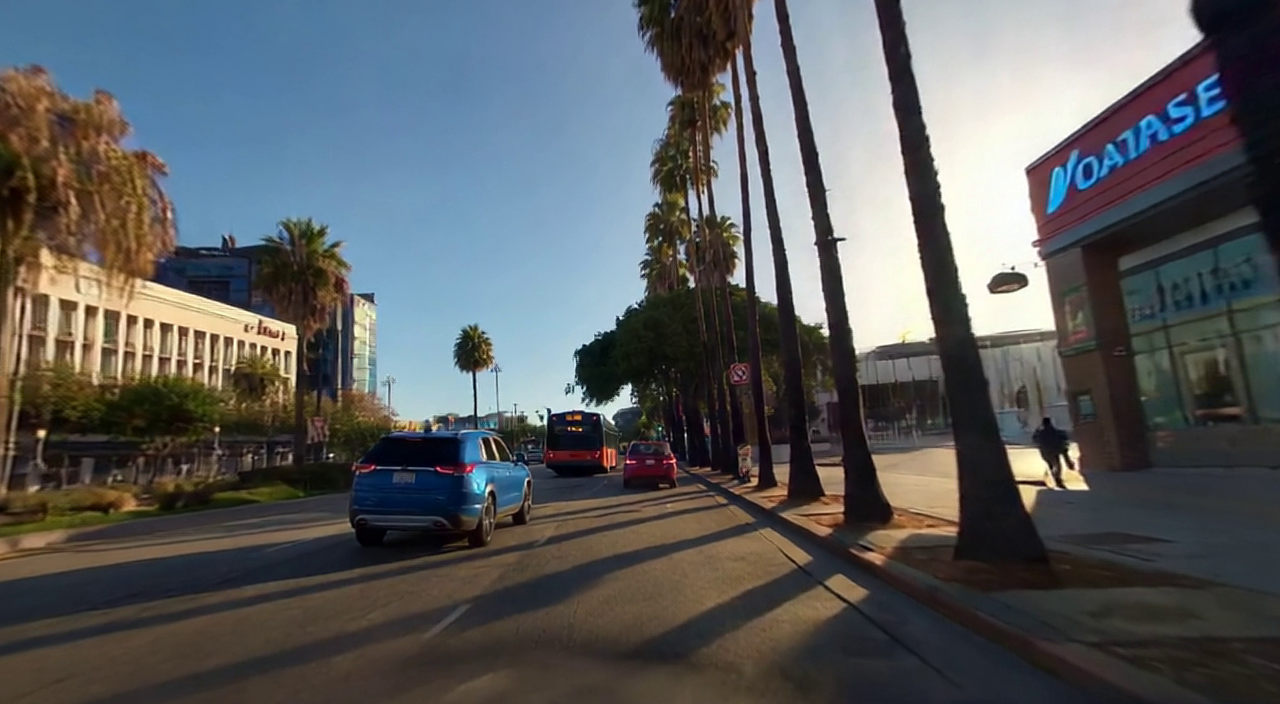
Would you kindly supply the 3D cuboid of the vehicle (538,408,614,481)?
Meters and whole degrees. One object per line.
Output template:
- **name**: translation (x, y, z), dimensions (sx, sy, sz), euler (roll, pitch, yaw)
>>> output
- **vehicle**: translation (-2.881, 4.537, 30.997), dimensions (2.775, 3.064, 8.297), euler (0, -8, 1)

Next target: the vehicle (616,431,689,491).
- **vehicle**: translation (0.368, 3.477, 20.437), dimensions (2.120, 1.727, 3.917), euler (0, -8, 0)

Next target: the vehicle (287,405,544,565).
- **vehicle**: translation (-2.896, 1.845, 9.487), dimensions (2.124, 1.799, 4.587), euler (0, -8, 1)
